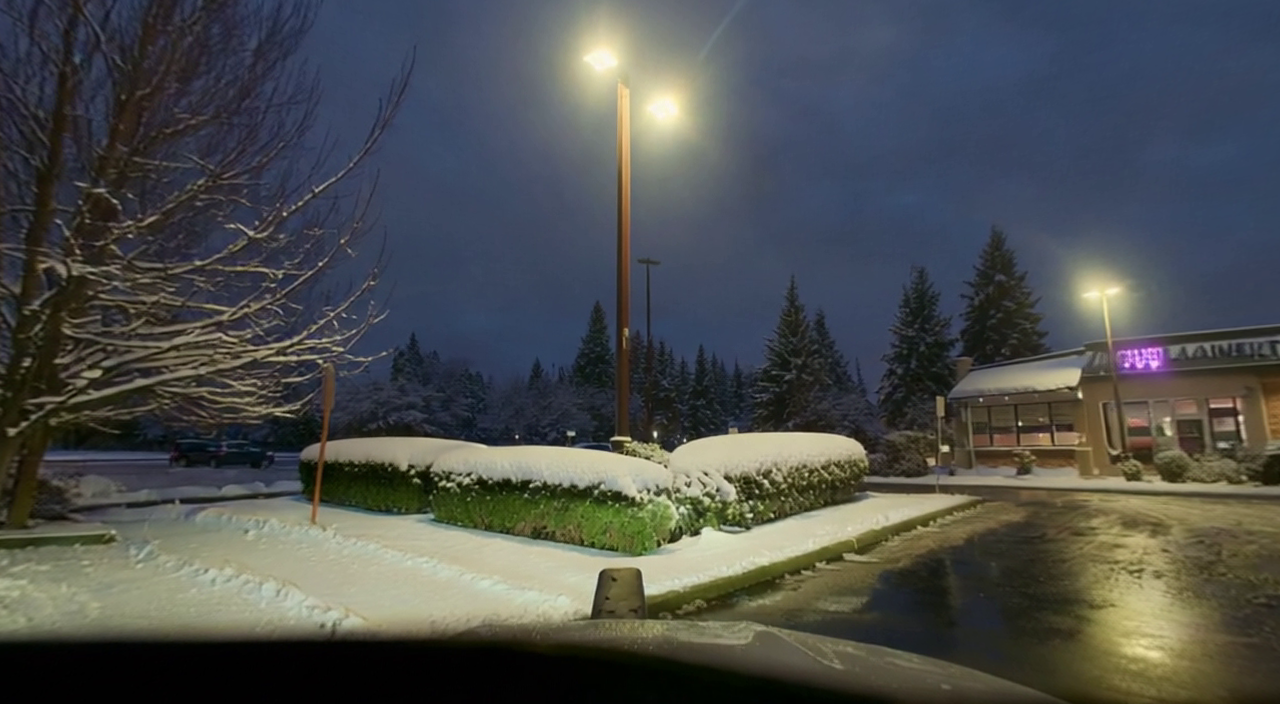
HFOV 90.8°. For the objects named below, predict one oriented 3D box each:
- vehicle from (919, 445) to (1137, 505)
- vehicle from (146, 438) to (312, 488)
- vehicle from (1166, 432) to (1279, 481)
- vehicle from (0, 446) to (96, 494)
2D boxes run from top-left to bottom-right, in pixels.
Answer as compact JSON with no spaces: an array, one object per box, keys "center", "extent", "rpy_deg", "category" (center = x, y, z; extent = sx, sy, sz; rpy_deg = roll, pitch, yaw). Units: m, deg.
[{"center":[10.643,3.340,17.620],"extent":[4.772,1.441,1.976],"rpy_deg":[-8,-12,42],"category":"vehicle"},{"center":[-15.212,4.091,23.608],"extent":[1.921,1.632,4.752],"rpy_deg":[-8,-12,42],"category":"vehicle"},{"center":[23.402,3.964,24.009],"extent":[4.939,1.664,2.055],"rpy_deg":[-10,-11,42],"category":"vehicle"},{"center":[-19.430,3.600,19.220],"extent":[1.790,1.396,4.000],"rpy_deg":[-10,-13,40],"category":"vehicle"}]
